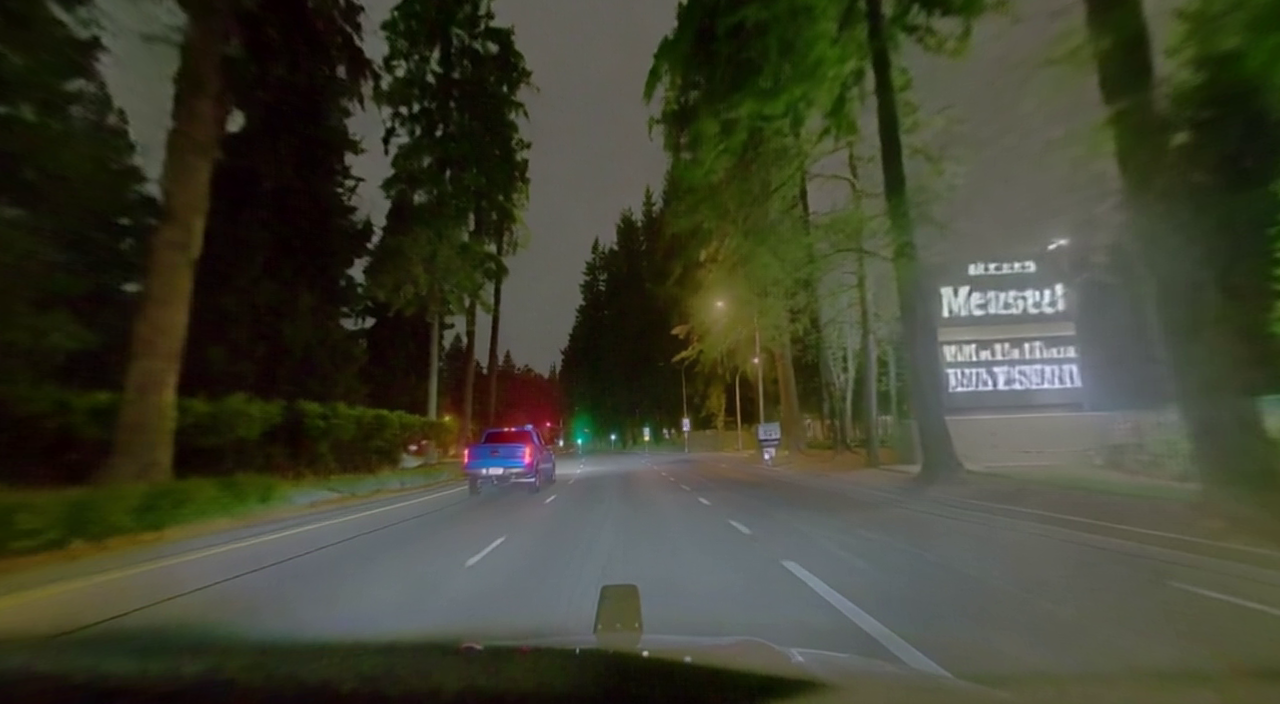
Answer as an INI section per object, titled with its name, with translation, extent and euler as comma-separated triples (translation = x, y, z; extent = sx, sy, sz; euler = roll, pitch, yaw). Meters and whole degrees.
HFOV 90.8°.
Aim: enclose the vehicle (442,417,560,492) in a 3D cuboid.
[vehicle]
translation = -3.874, 3.045, 19.021
extent = 2.267, 1.849, 6.402
euler = 0, -8, -2
